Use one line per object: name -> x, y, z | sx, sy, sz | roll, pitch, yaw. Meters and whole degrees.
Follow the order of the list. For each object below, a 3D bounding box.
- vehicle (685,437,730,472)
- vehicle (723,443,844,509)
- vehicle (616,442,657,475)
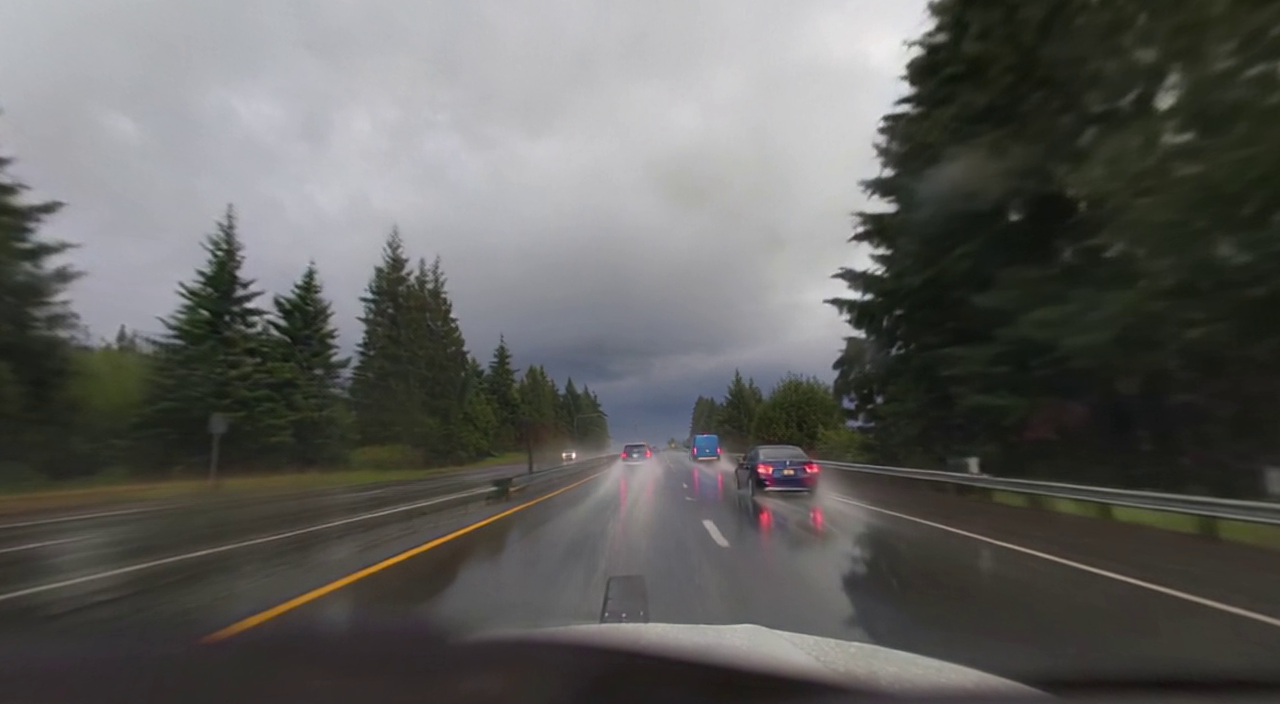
vehicle -> 4.159, 6.471, 39.759 | 2.371, 2.045, 4.768 | 0, -9, 1
vehicle -> 3.490, 3.113, 16.389 | 2.043, 1.431, 4.922 | 0, -9, 1
vehicle -> -0.133, 5.905, 35.215 | 2.087, 1.707, 4.316 | -1, -9, 2
